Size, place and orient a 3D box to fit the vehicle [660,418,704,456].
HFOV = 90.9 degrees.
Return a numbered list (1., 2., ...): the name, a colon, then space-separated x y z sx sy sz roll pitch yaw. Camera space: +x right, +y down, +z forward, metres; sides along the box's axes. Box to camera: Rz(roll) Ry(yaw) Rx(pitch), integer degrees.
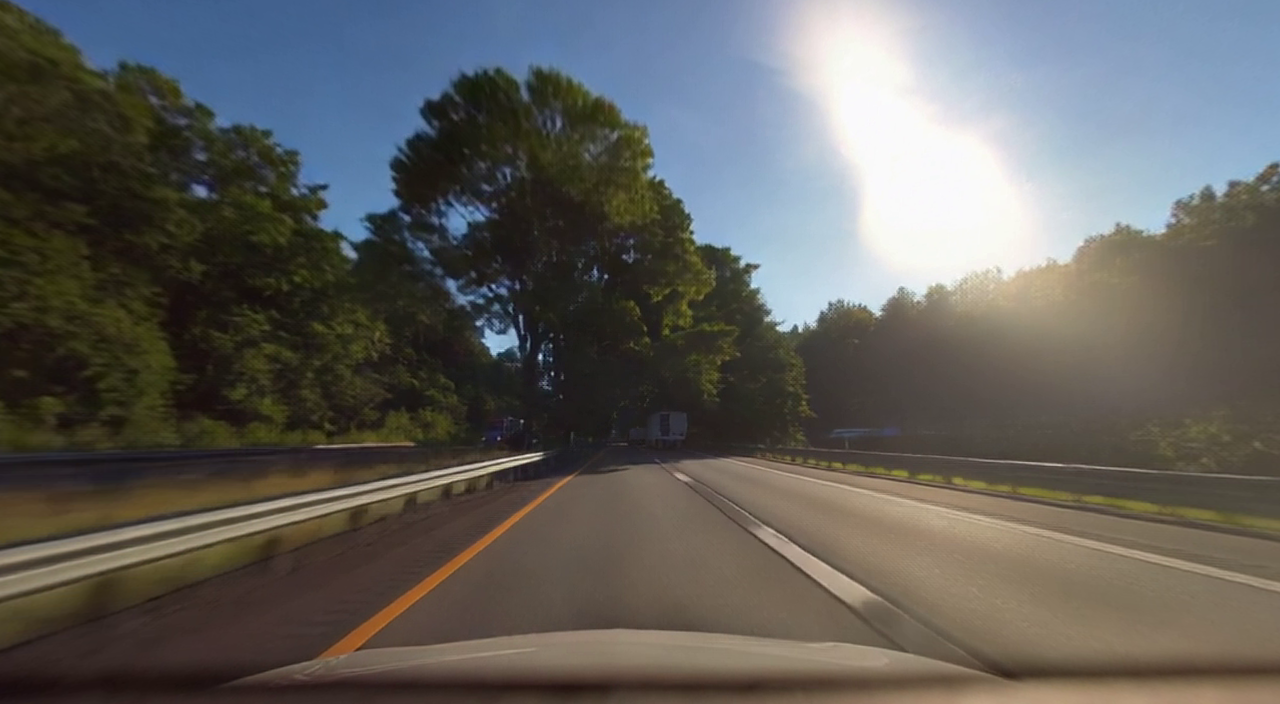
1. vehicle: 3.148 6.601 49.159 2.741 2.716 6.323 0 -8 -3
